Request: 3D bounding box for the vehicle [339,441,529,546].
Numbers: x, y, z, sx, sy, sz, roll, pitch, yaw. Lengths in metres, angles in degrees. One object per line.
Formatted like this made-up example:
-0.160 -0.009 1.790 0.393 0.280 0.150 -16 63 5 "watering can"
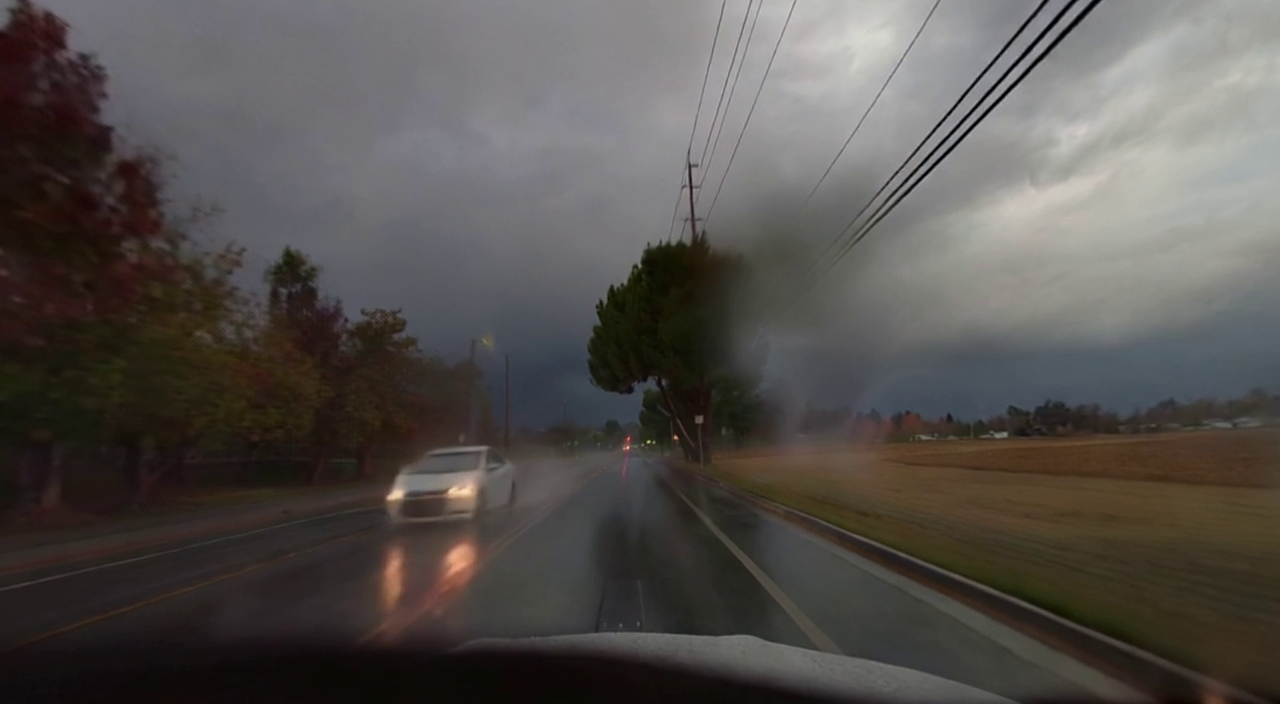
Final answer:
-3.636 2.571 12.252 2.086 1.608 4.649 0 -9 0 "vehicle"
